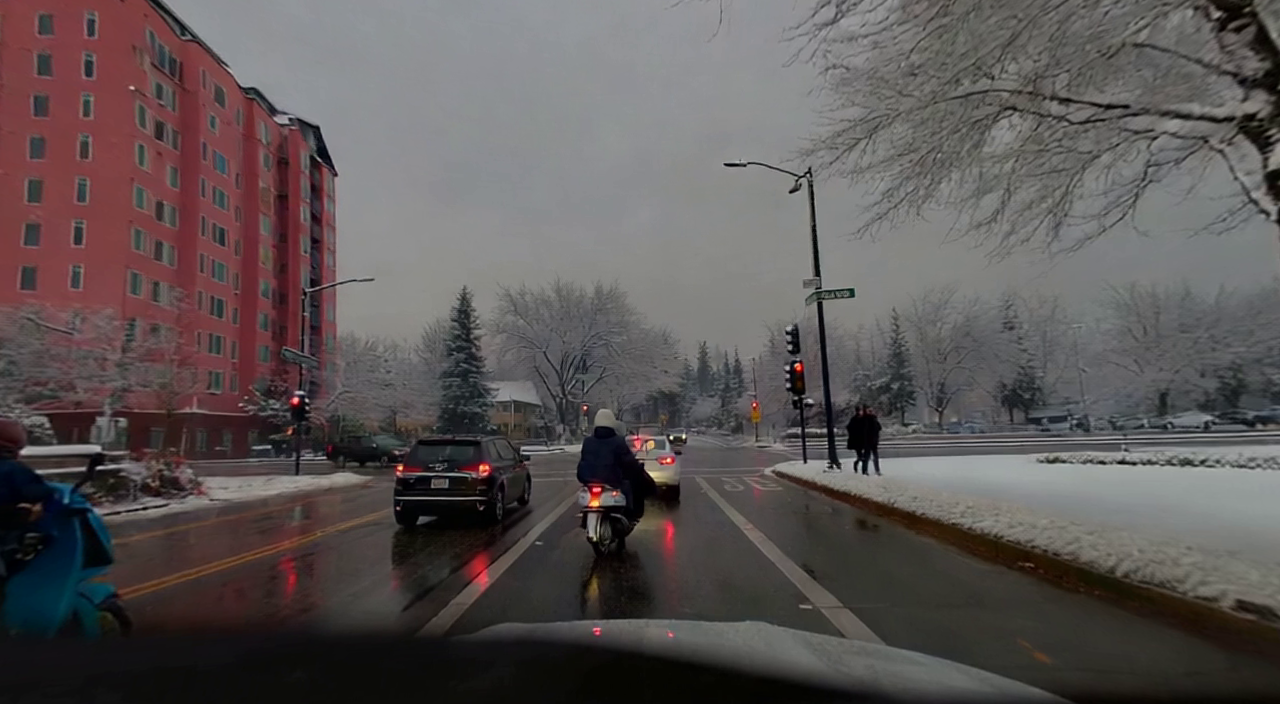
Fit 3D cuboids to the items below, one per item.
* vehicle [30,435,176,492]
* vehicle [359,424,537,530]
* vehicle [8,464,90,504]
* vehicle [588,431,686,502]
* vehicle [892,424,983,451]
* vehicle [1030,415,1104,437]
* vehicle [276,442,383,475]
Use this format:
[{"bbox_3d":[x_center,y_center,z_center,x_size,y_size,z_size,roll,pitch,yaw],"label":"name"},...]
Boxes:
[{"bbox_3d":[-28.803,5.954,33.977,5.890,2.393,2.346,-5,-7,0],"label":"vehicle"},{"bbox_3d":[-3.295,2.231,11.773,1.935,1.615,4.073,-1,-9,2],"label":"vehicle"},{"bbox_3d":[-24.196,5.364,25.911,1.495,1.345,3.336,3,-8,-27],"label":"vehicle"},{"bbox_3d":[-0.034,2.681,15.124,2.025,1.458,4.085,0,-9,1],"label":"vehicle"},{"bbox_3d":[17.689,5.124,37.507,4.661,1.456,1.862,-5,-10,31],"label":"vehicle"},{"bbox_3d":[30.907,5.421,45.657,1.751,1.420,4.027,7,-11,-42],"label":"vehicle"},{"bbox_3d":[-18.196,6.248,37.090,5.226,1.840,2.016,-1,-9,2],"label":"vehicle"}]
